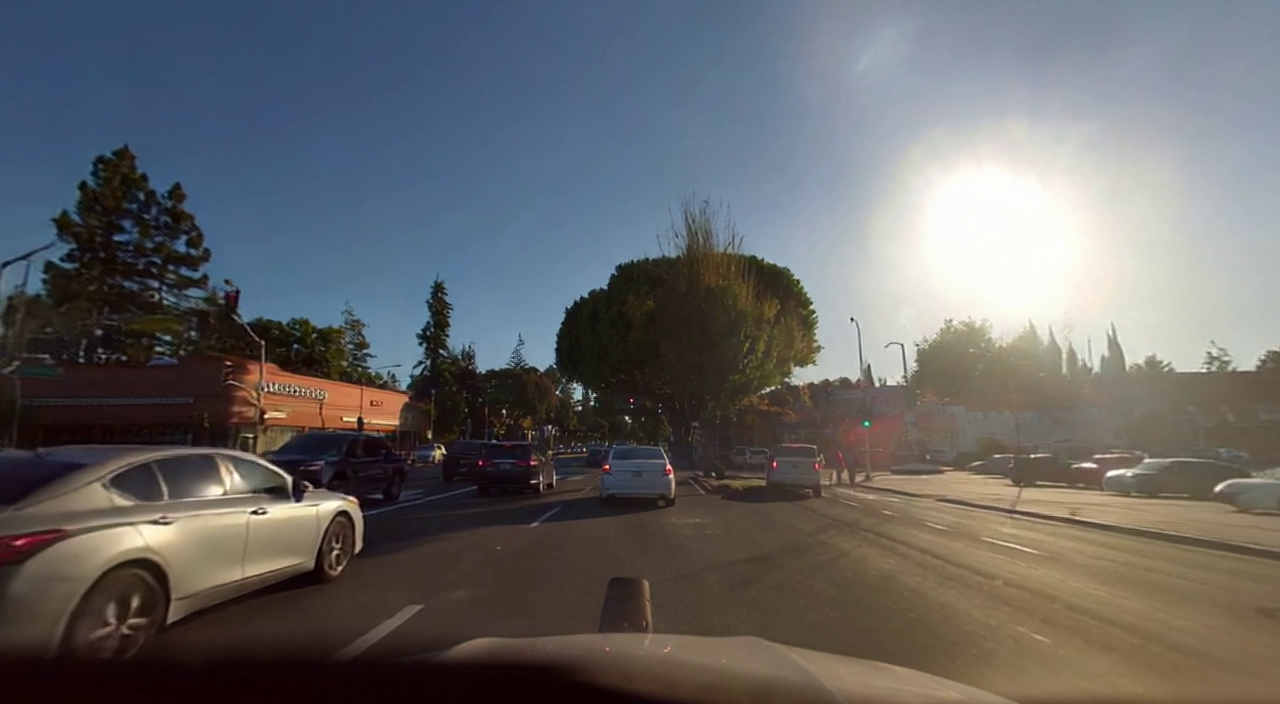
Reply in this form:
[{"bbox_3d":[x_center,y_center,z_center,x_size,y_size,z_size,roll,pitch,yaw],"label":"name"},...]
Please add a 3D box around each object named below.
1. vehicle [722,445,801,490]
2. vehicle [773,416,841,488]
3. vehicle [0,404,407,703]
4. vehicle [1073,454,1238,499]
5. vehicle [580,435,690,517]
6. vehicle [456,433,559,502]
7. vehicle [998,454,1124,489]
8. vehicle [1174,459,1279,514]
[{"bbox_3d":[4.319,4.178,23.152,1.979,1.485,4.207,0,-8,-1],"label":"vehicle"},{"bbox_3d":[8.236,4.947,31.293,2.613,3.281,2.673,2,-8,0],"label":"vehicle"},{"bbox_3d":[-3.673,1.284,4.743,1.992,1.493,4.688,0,-8,1],"label":"vehicle"},{"bbox_3d":[19.399,4.686,23.888,4.379,1.558,2.033,0,-9,2],"label":"vehicle"},{"bbox_3d":[-0.078,2.694,14.202,2.121,1.563,4.031,0,-8,0],"label":"vehicle"},{"bbox_3d":[-3.544,3.160,17.648,1.983,1.685,3.997,0,-8,1],"label":"vehicle"},{"bbox_3d":[19.294,5.478,29.067,4.367,1.475,1.815,-1,-9,7],"label":"vehicle"},{"bbox_3d":[18.818,3.850,18.213,4.795,1.457,1.986,-1,-9,4],"label":"vehicle"}]
